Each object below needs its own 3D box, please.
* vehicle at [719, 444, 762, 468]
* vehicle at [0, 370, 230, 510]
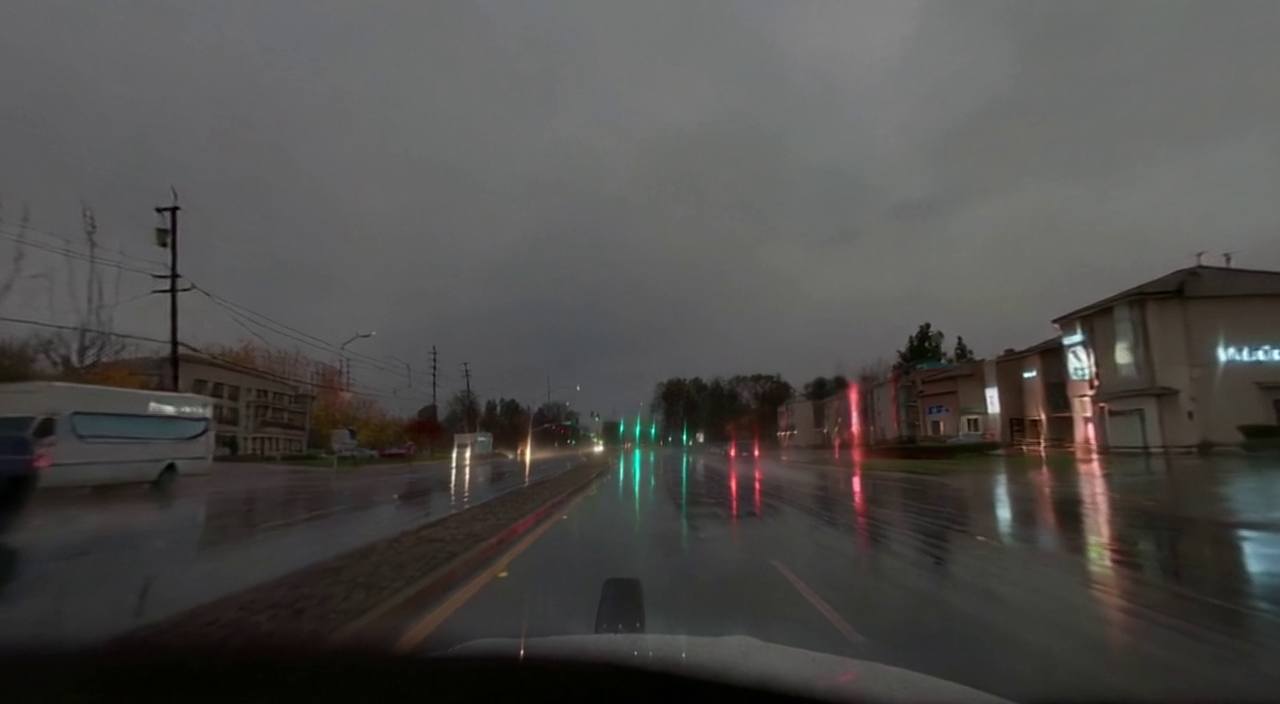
[{"bbox_3d":[6.445,6.677,40.863,1.916,1.437,4.327,0,-9,-2],"label":"vehicle"},{"bbox_3d":[-18.736,3.072,21.931,2.982,3.900,8.593,0,-9,1],"label":"vehicle"}]
